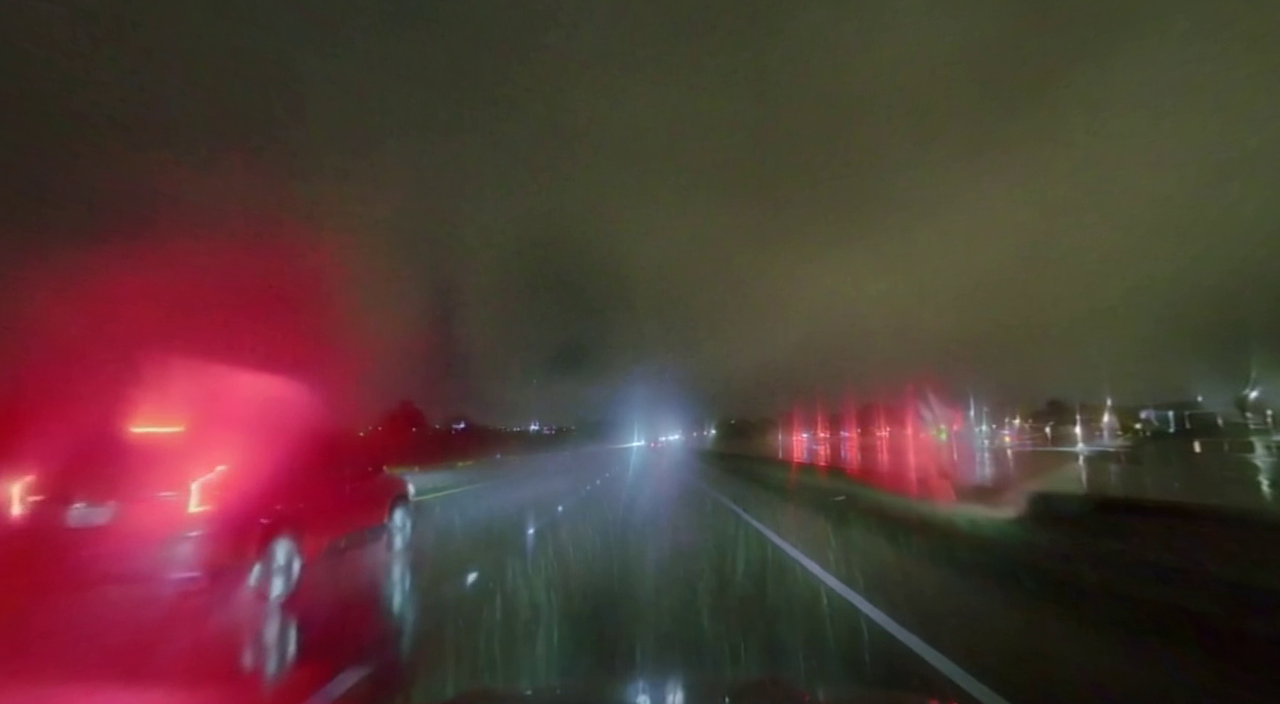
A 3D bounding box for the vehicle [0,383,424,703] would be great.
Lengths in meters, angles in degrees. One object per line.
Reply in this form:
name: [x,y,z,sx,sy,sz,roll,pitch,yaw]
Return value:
vehicle: [-3.759,1.306,5.247,2.122,1.632,4.690,0,-8,2]
